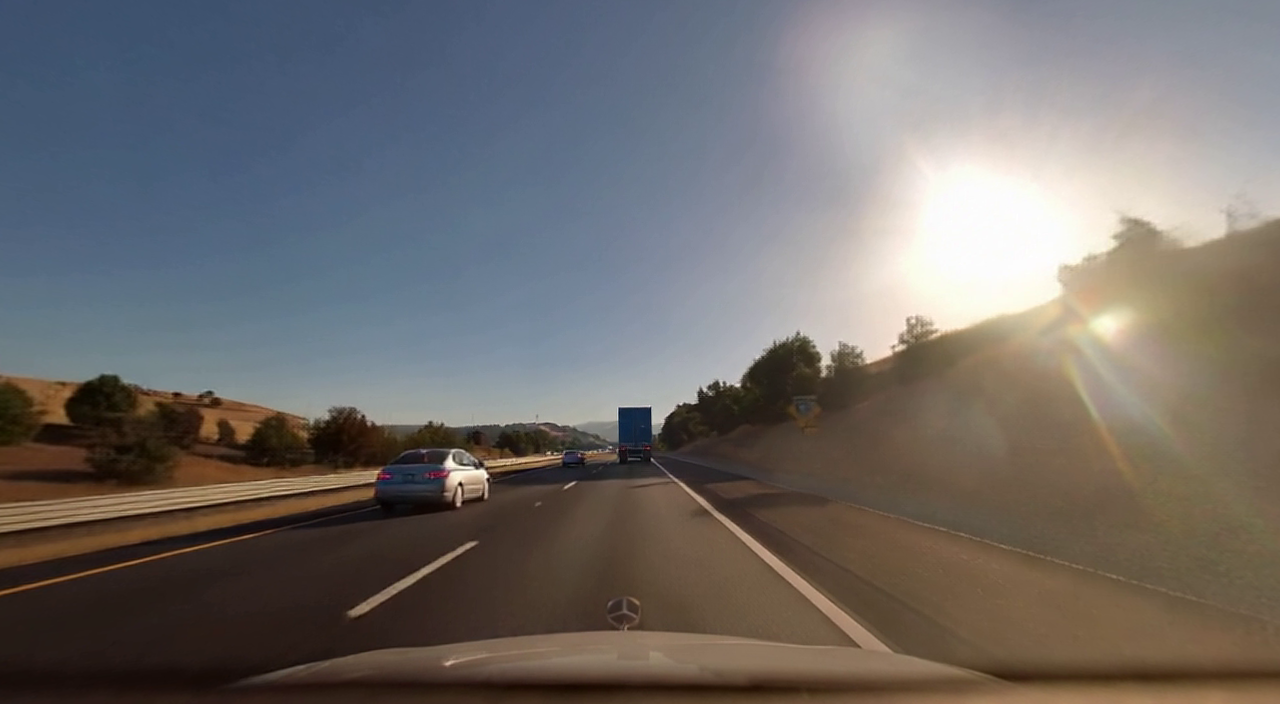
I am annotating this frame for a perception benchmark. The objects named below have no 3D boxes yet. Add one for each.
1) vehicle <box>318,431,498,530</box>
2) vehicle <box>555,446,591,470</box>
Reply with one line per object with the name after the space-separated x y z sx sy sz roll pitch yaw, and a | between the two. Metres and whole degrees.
-4.330 2.457 12.648 1.991 1.618 4.211 0 -9 0 | vehicle
-4.497 7.153 42.787 1.978 1.507 4.062 0 -9 0 | vehicle
